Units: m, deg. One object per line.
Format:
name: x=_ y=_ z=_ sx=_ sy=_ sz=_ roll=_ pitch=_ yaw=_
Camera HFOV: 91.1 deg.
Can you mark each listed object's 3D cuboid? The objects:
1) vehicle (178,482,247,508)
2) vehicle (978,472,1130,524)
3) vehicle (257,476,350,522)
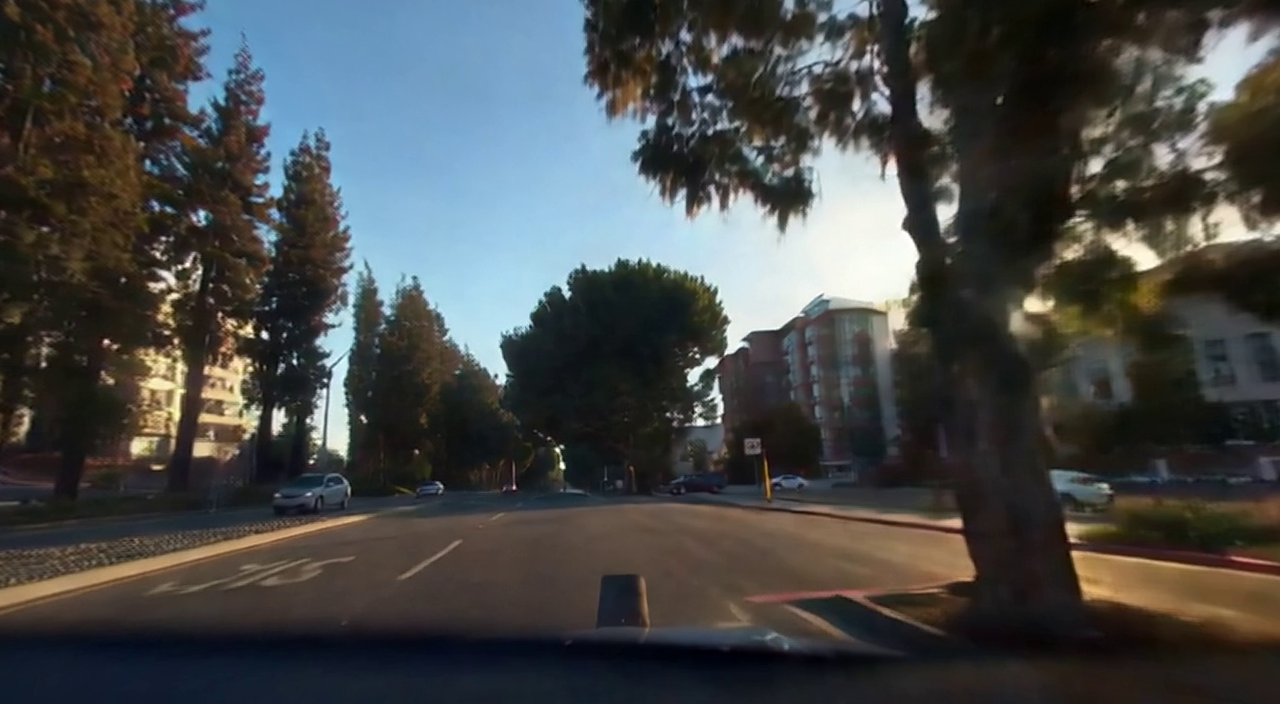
vehicle: x=-33.488 y=11.257 z=49.256 sx=3.770 sy=1.737 sz=2.102 roll=-1 pitch=-15 yaw=-9
vehicle: x=14.751 y=5.264 z=22.511 sx=4.030 sy=1.483 sz=1.859 roll=-2 pitch=-16 yaw=-5
vehicle: x=-14.590 y=6.363 z=27.543 sx=2.060 sy=1.618 sz=4.203 roll=1 pitch=-9 yaw=-5
